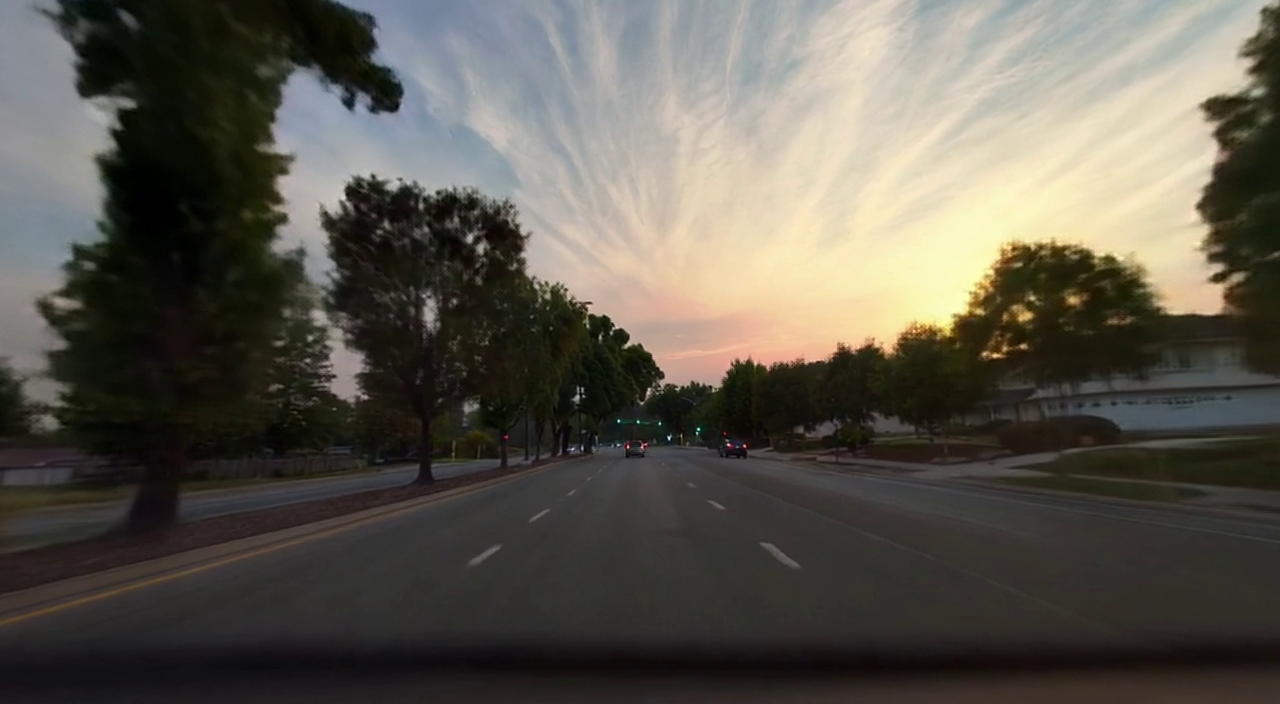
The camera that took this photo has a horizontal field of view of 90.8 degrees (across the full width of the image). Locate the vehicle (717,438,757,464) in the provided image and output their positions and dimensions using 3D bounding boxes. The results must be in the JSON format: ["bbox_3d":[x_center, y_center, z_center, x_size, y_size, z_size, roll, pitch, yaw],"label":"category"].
[{"bbox_3d":[6.767,7.005,44.668,2.011,1.710,4.357,0,-9,-1],"label":"vehicle"}]
